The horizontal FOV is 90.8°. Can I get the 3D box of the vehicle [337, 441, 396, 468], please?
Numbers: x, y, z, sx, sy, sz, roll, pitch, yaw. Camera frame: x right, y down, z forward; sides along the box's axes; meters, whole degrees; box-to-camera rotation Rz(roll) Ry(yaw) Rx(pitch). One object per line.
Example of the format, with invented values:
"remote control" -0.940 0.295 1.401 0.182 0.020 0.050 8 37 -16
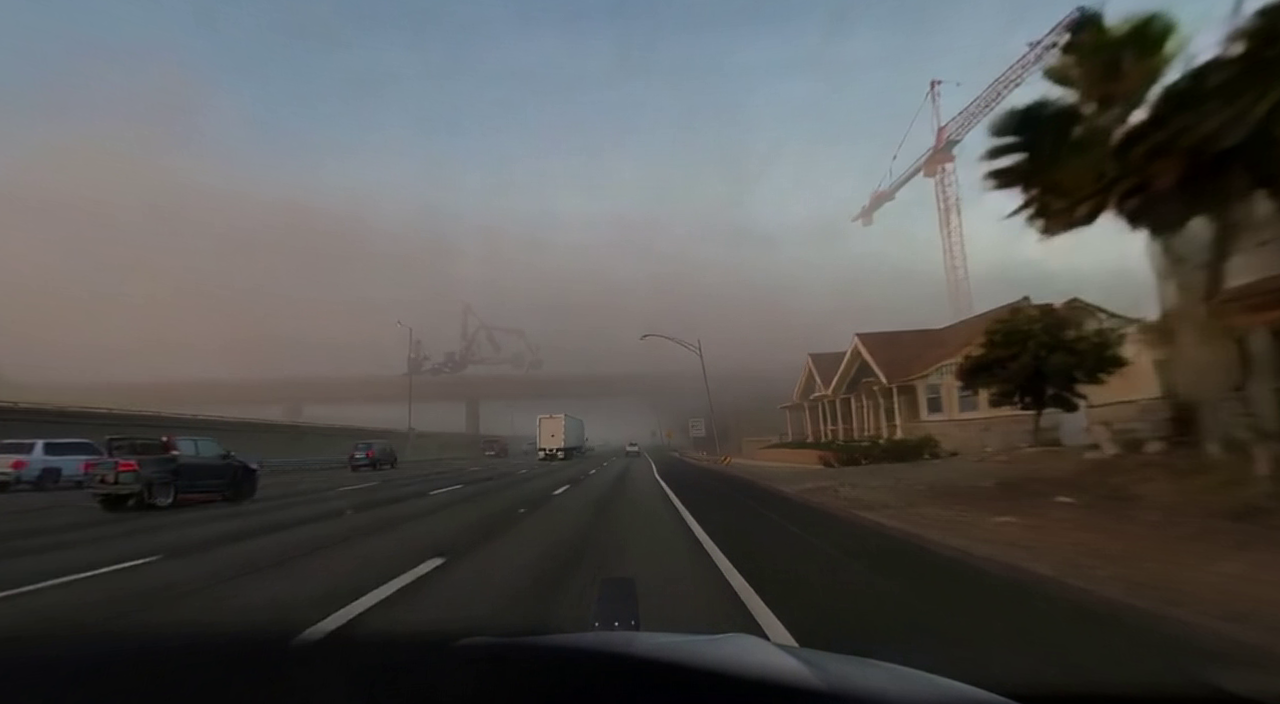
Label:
"vehicle" -18.608 6.981 43.194 1.932 1.752 4.541 0 -9 0
